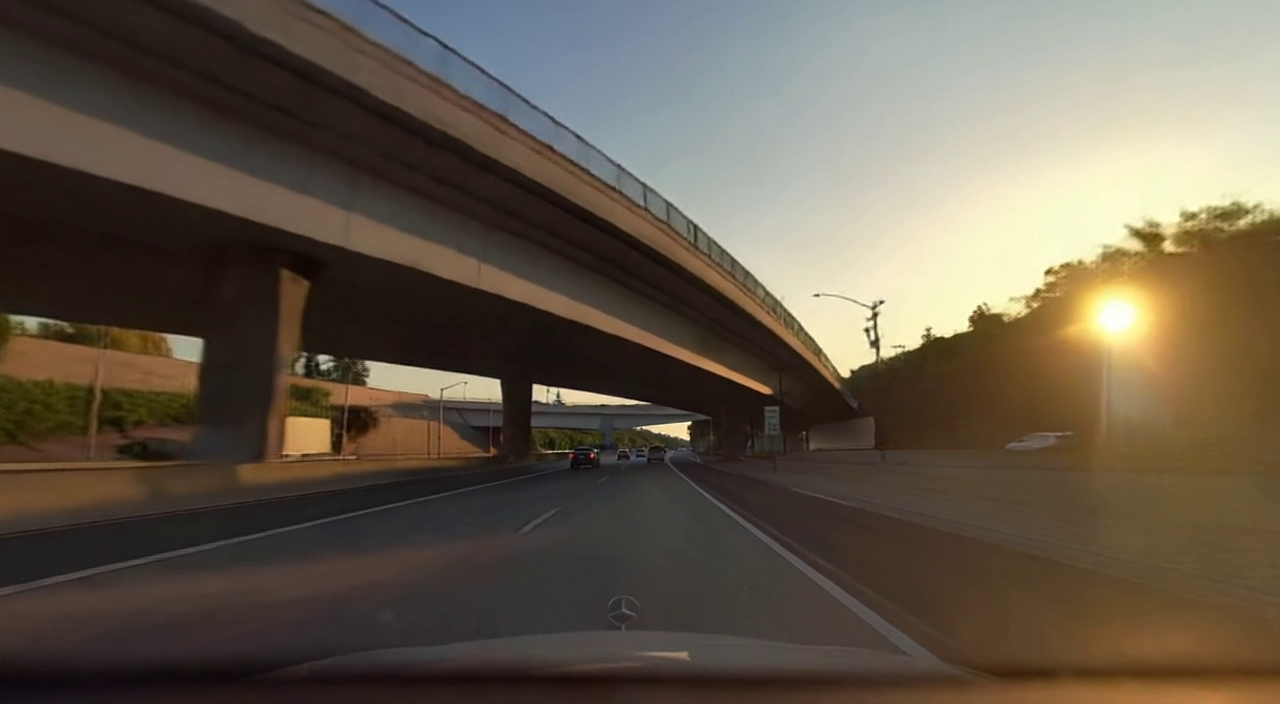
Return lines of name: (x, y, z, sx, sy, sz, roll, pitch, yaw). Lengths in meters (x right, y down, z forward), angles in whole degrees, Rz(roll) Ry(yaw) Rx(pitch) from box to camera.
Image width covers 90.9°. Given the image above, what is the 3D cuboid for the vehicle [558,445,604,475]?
vehicle: (-3.488, 6.528, 38.158, 2.263, 1.696, 4.321, 0, -9, 2)
